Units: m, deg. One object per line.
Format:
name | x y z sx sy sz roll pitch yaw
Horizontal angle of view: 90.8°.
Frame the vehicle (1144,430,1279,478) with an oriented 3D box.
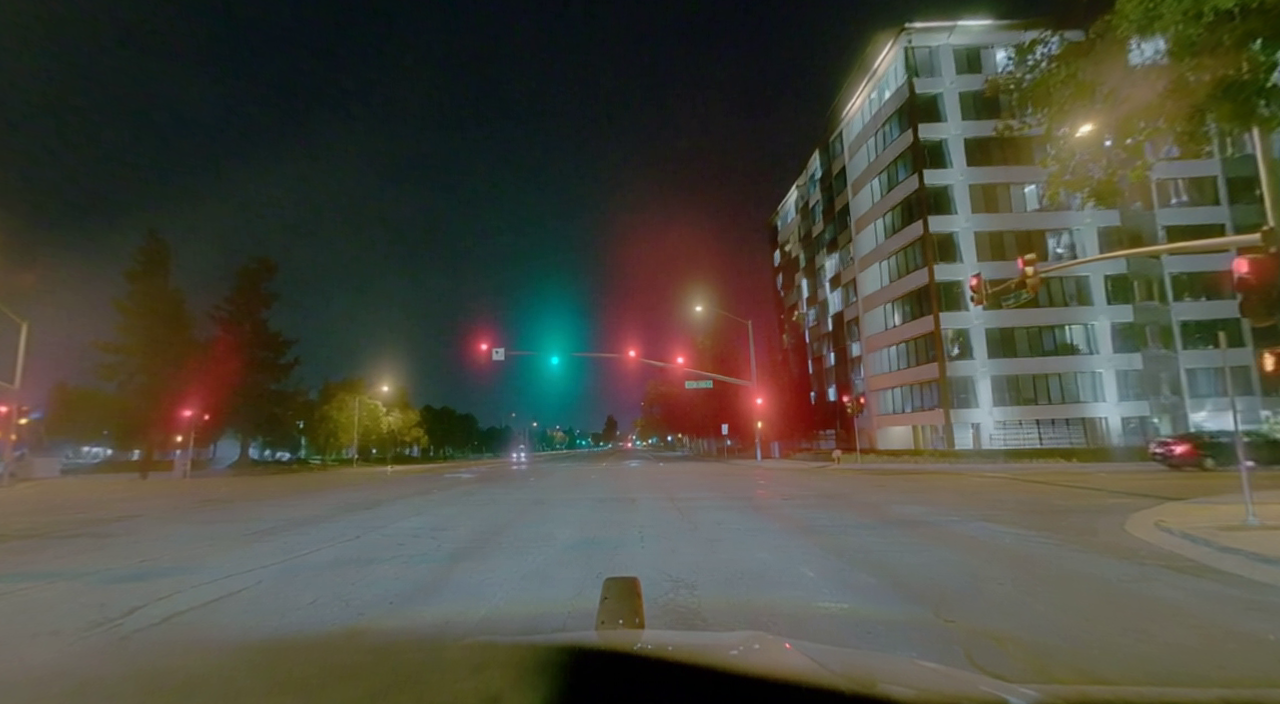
vehicle | 23.925 4.071 25.330 5.357 1.814 2.141 -1 -8 5
